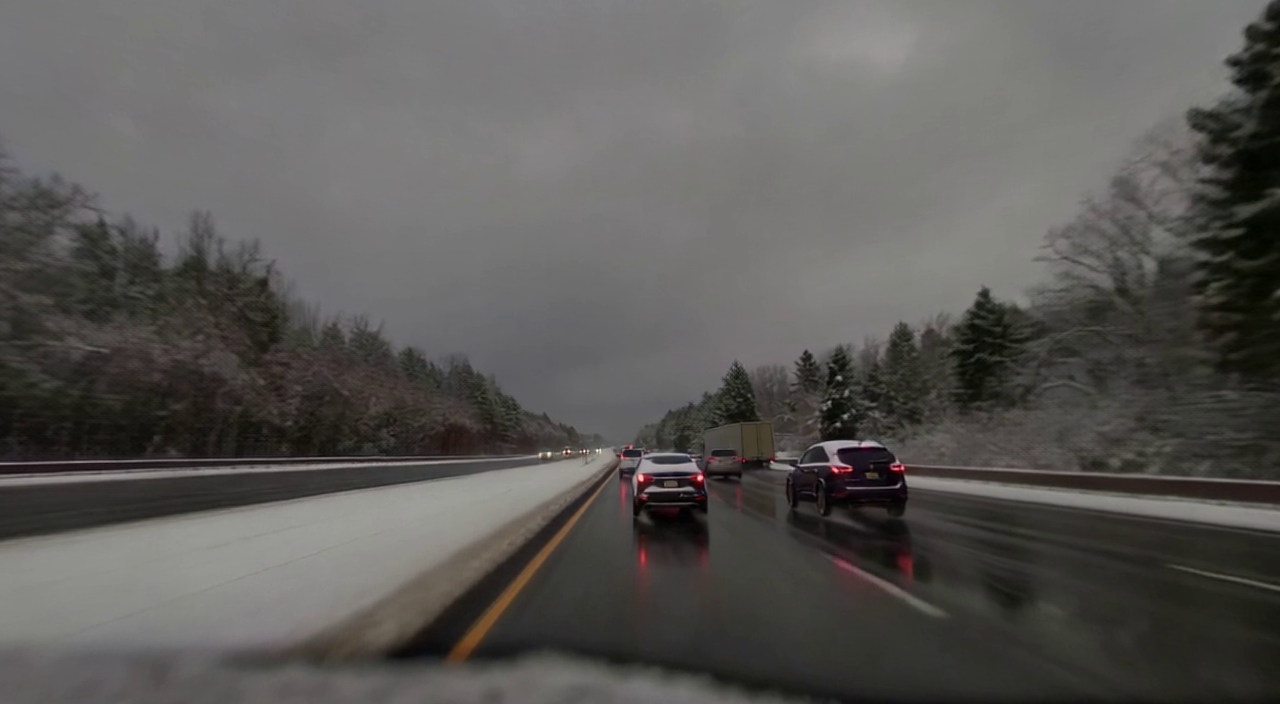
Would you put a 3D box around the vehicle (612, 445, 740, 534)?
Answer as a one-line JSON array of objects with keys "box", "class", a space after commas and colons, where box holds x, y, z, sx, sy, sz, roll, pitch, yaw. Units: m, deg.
[{"box": [0.557, 2.550, 12.236, 2.094, 1.426, 3.725, 0, -9, -1], "class": "vehicle"}]

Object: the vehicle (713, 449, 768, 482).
[{"box": [4.925, 5.635, 31.452, 1.908, 1.500, 4.157, 0, -9, -2], "class": "vehicle"}]

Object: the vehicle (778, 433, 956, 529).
[{"box": [4.510, 2.634, 13.465, 1.998, 1.657, 4.604, 0, -9, -1], "class": "vehicle"}]
